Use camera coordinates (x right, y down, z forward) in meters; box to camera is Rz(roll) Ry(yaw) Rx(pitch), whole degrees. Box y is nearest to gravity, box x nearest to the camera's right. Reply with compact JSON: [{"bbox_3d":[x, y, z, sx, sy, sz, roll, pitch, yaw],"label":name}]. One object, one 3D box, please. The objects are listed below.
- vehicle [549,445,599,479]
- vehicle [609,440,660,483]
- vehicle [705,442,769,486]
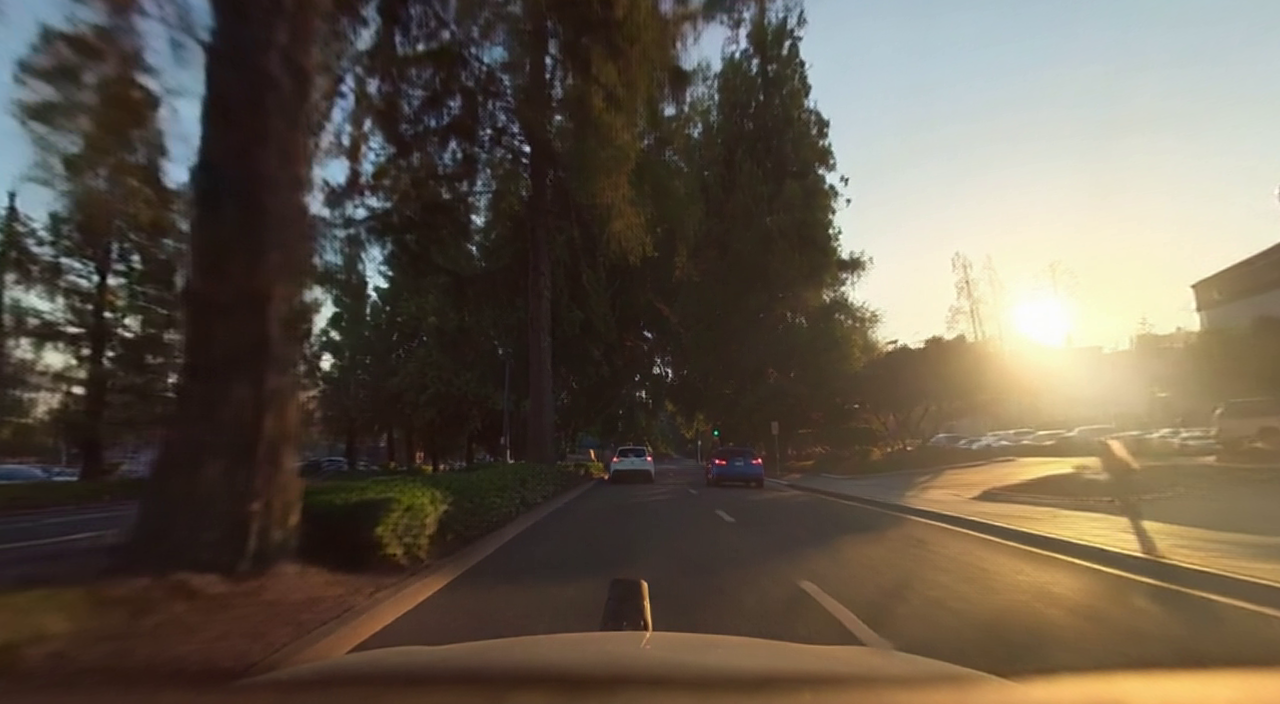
[{"bbox_3d":[-3.490,5.901,34.216,2.047,1.710,4.314,0,-8,2],"label":"vehicle"},{"bbox_3d":[-0.221,4.725,27.523,2.022,1.700,4.084,0,-8,0],"label":"vehicle"},{"bbox_3d":[3.740,4.370,24.969,1.847,1.554,4.052,0,-8,-1],"label":"vehicle"}]
